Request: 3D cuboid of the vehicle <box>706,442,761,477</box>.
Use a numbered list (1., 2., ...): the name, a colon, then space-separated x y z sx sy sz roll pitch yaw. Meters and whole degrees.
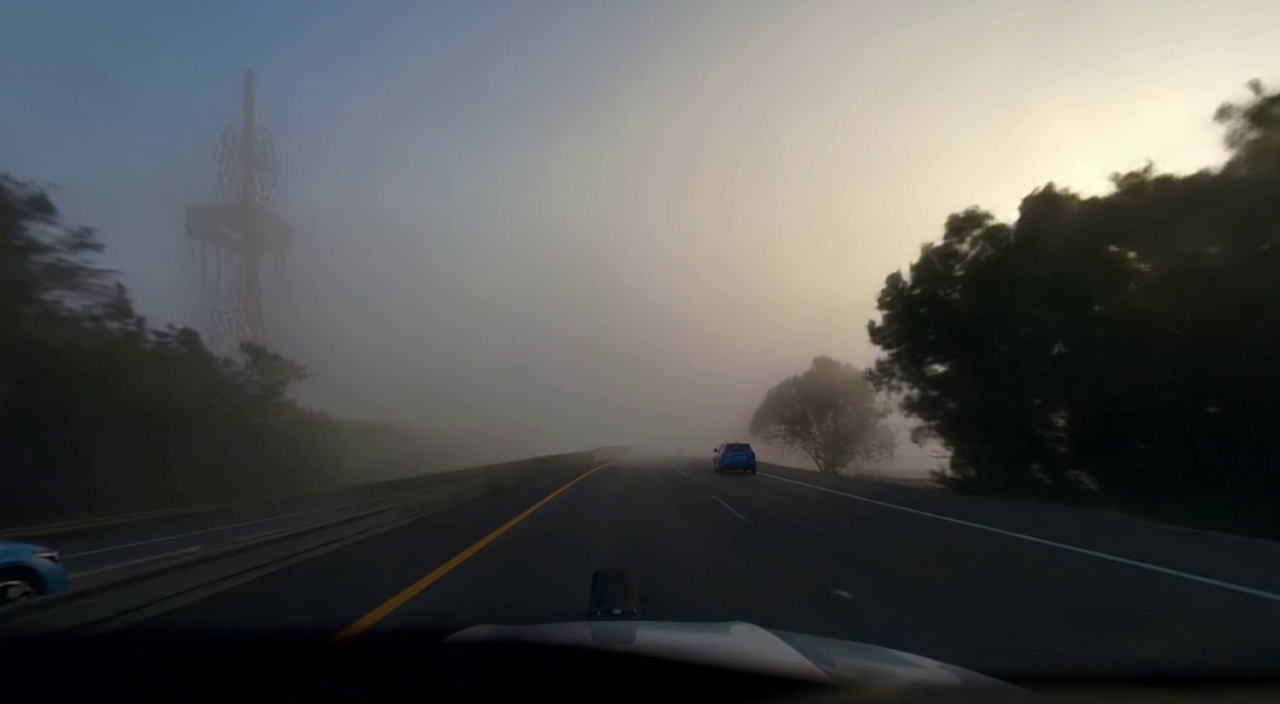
1. vehicle: 4.383 5.085 30.225 2.030 1.526 4.165 0 -8 0
